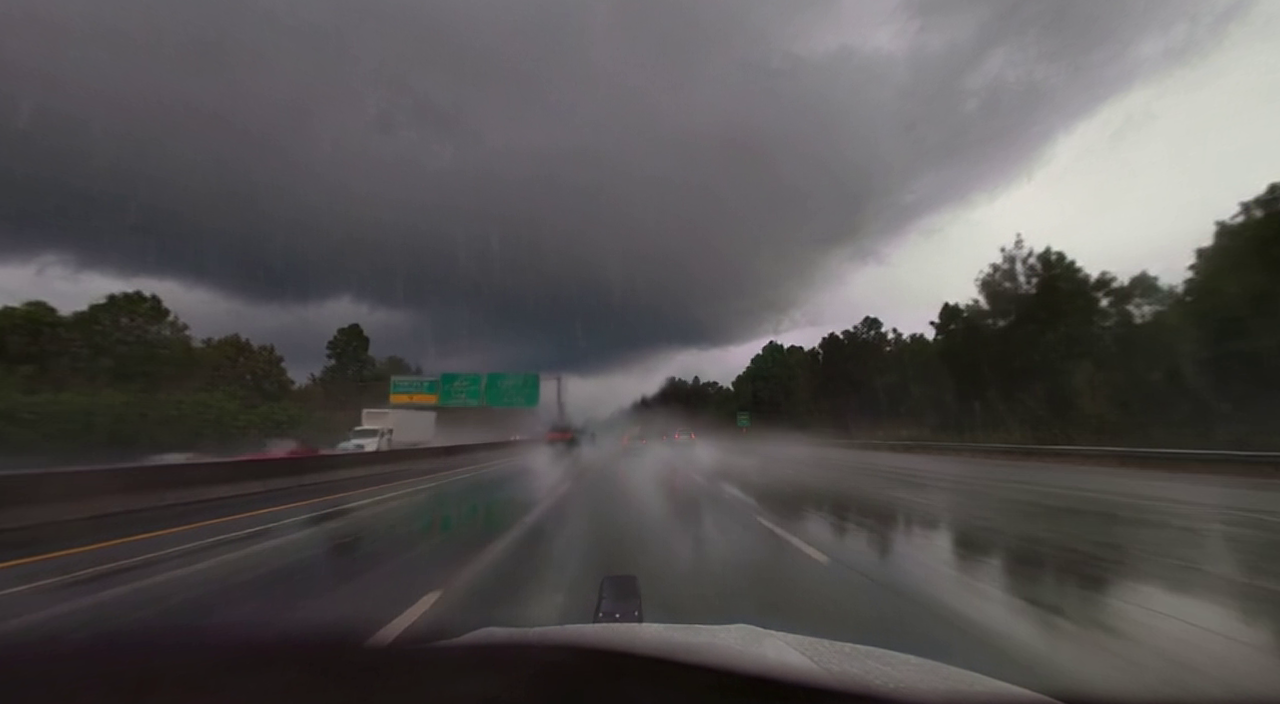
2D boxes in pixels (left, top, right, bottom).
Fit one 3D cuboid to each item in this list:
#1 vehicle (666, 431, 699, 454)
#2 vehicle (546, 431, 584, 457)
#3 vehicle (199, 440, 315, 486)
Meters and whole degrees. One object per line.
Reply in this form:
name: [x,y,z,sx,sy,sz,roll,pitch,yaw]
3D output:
vehicle: [3.191,6.864,47.944,2.066,1.673,4.225,0,-8,-2]
vehicle: [-4.939,6.123,41.901,2.119,1.629,3.946,0,-8,-1]
vehicle: [-14.016,4.042,23.311,1.782,1.513,4.033,0,-8,-1]
